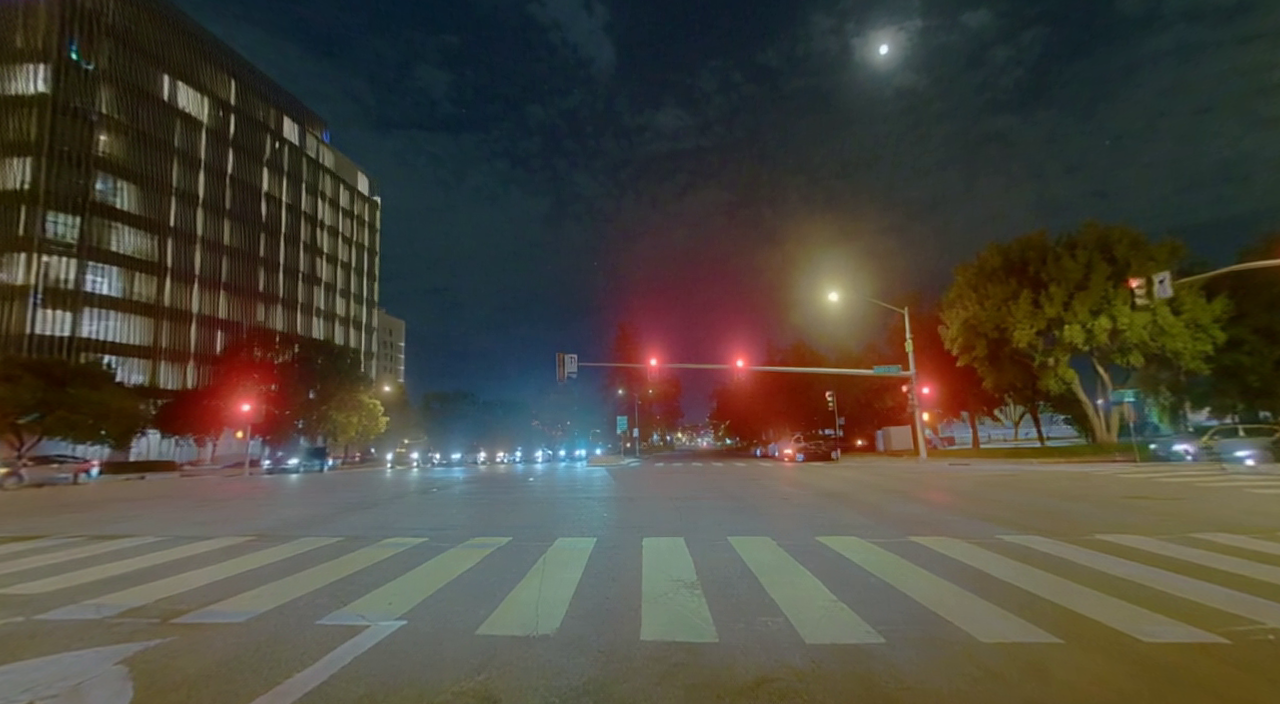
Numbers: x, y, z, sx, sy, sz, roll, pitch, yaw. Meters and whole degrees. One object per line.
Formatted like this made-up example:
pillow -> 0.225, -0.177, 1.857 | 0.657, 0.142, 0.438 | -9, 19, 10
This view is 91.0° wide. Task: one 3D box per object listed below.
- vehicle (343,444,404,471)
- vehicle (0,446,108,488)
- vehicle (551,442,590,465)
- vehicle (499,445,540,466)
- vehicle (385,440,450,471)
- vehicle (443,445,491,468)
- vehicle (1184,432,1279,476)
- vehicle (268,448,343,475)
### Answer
vehicle -> -18.554, 7.343, 44.000 | 2.237, 1.801, 4.541 | 0, -9, 0
vehicle -> -28.686, 5.423, 29.965 | 4.884, 1.839, 2.032 | 7, -12, -42
vehicle -> -4.533, 6.724, 41.675 | 1.954, 1.431, 4.050 | 0, -9, 2
vehicle -> -8.097, 7.004, 42.605 | 1.910, 1.321, 3.692 | 0, -9, 1
vehicle -> -15.138, 7.041, 43.151 | 2.340, 1.946, 5.450 | 0, -9, 2
vehicle -> -11.640, 7.070, 42.691 | 1.911, 1.476, 4.297 | -1, -9, 2
vehicle -> 22.317, 3.583, 22.237 | 4.474, 1.477, 1.908 | 0, -9, -3
vehicle -> -21.834, 7.148, 41.303 | 1.929, 1.619, 4.577 | -1, -9, 8
